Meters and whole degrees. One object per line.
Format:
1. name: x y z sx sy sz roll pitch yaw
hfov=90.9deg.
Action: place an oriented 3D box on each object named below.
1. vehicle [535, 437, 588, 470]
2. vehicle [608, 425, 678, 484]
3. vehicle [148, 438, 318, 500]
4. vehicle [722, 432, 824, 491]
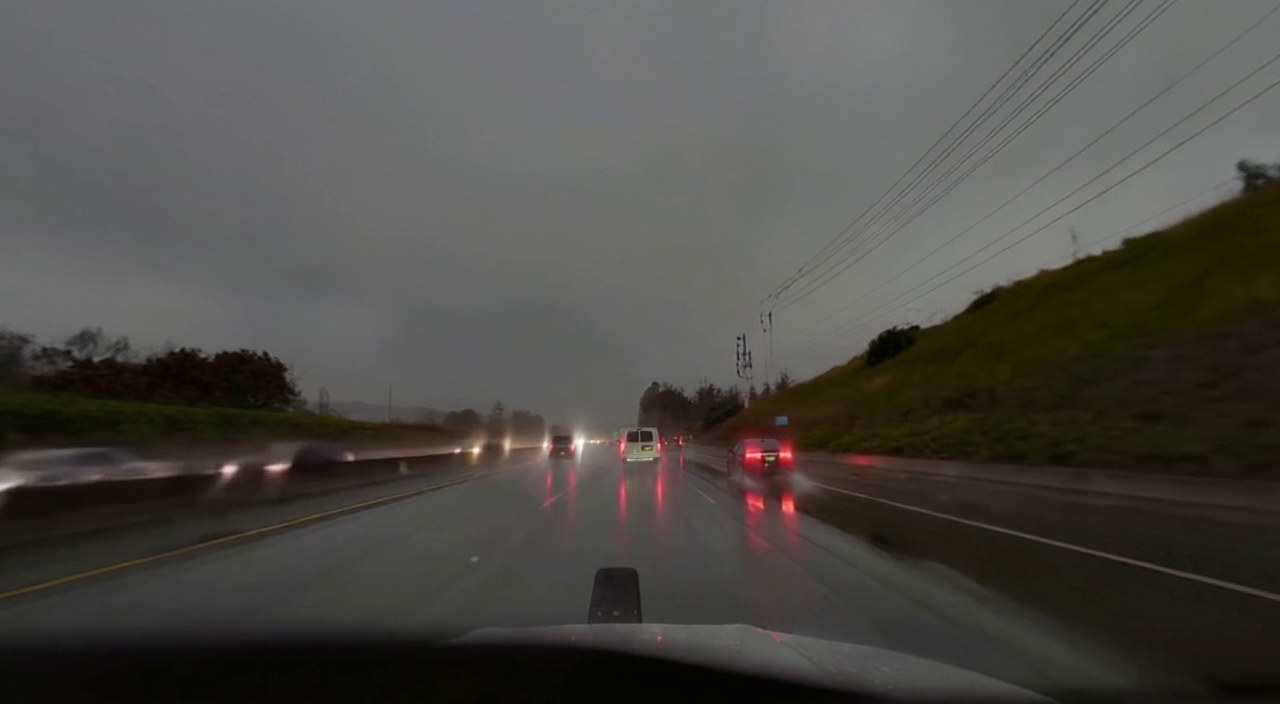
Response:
1. vehicle: -3.794 4.992 31.414 2.093 1.517 4.648 0 -8 0
2. vehicle: 0.054 3.471 21.682 2.159 1.811 4.238 0 -8 -1
3. vehicle: -11.275 3.218 17.949 2.014 1.512 4.412 0 -8 -2
4. vehicle: 3.889 3.255 19.348 1.923 1.562 4.691 0 -8 -3
